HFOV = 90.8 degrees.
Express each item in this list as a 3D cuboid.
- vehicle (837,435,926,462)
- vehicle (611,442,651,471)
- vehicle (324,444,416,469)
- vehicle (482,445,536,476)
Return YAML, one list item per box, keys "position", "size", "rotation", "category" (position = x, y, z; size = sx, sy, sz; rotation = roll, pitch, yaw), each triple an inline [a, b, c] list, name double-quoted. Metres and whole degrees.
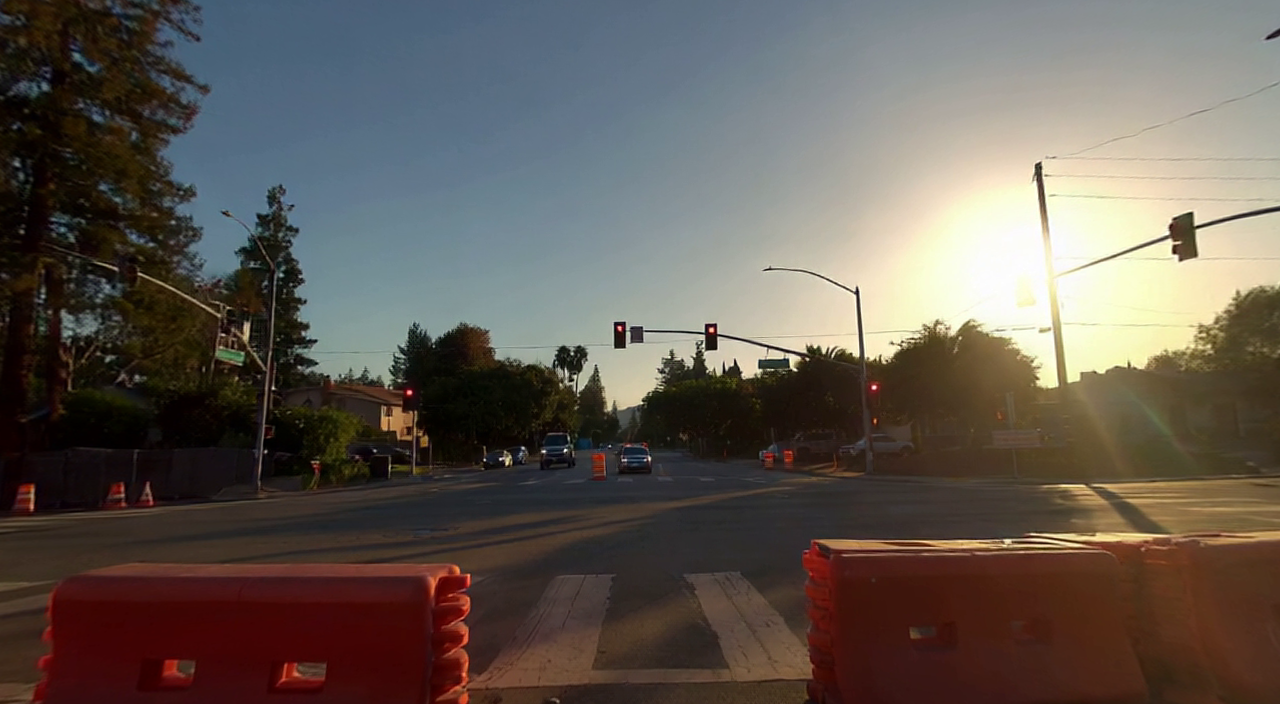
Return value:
- position: [15.371, 6.176, 40.324]
  size: [4.892, 1.656, 1.856]
  rotation: [0, -8, 0]
  category: "vehicle"
- position: [-0.479, 5.833, 35.491]
  size: [2.105, 1.457, 4.173]
  rotation: [0, -8, -1]
  category: "vehicle"
- position: [-16.405, 6.368, 38.597]
  size: [4.713, 1.409, 1.918]
  rotation: [0, -8, -2]
  category: "vehicle"
- position: [-6.621, 5.522, 32.402]
  size: [1.881, 1.452, 4.121]
  rotation: [0, -8, 0]
  category: "vehicle"
